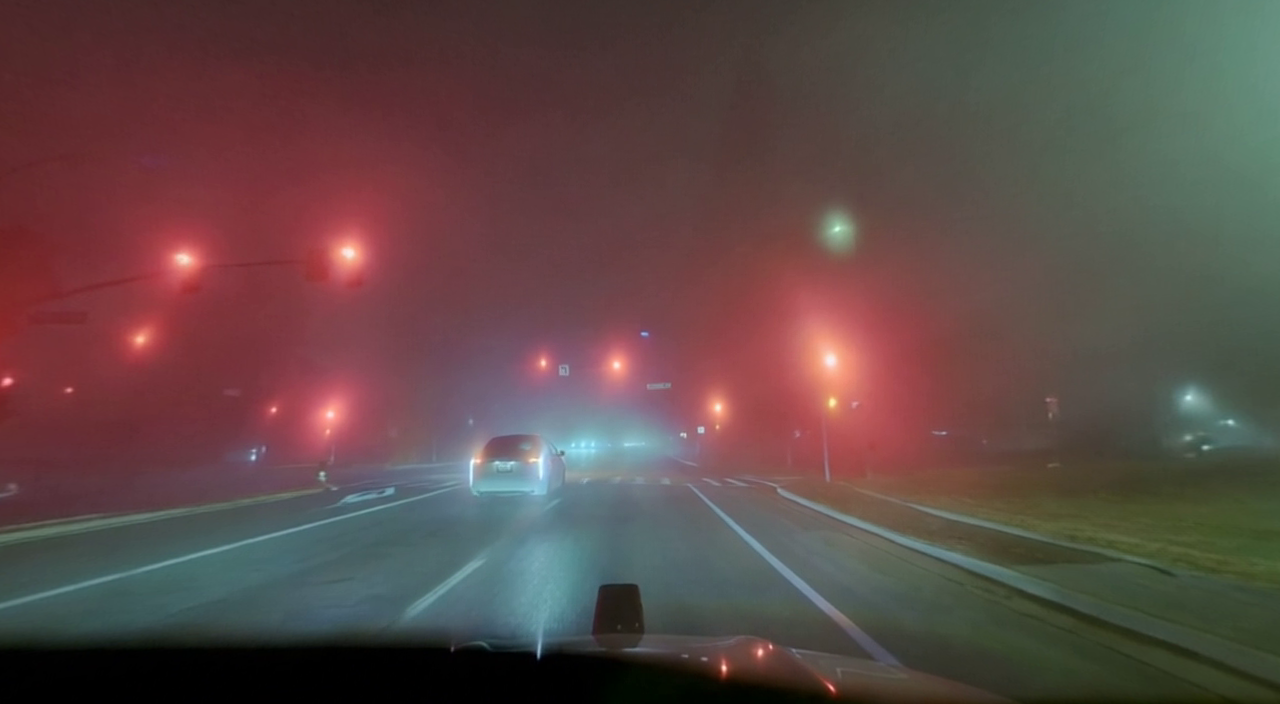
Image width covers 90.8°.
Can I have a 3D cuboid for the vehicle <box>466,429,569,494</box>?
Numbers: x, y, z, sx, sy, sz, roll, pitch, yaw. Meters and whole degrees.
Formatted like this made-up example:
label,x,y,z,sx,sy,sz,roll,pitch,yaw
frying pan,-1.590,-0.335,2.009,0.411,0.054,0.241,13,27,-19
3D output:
label,x,y,z,sx,sy,sz,roll,pitch,yaw
vehicle,-3.299,3.064,17.976,2.076,1.599,4.483,0,-9,-1
